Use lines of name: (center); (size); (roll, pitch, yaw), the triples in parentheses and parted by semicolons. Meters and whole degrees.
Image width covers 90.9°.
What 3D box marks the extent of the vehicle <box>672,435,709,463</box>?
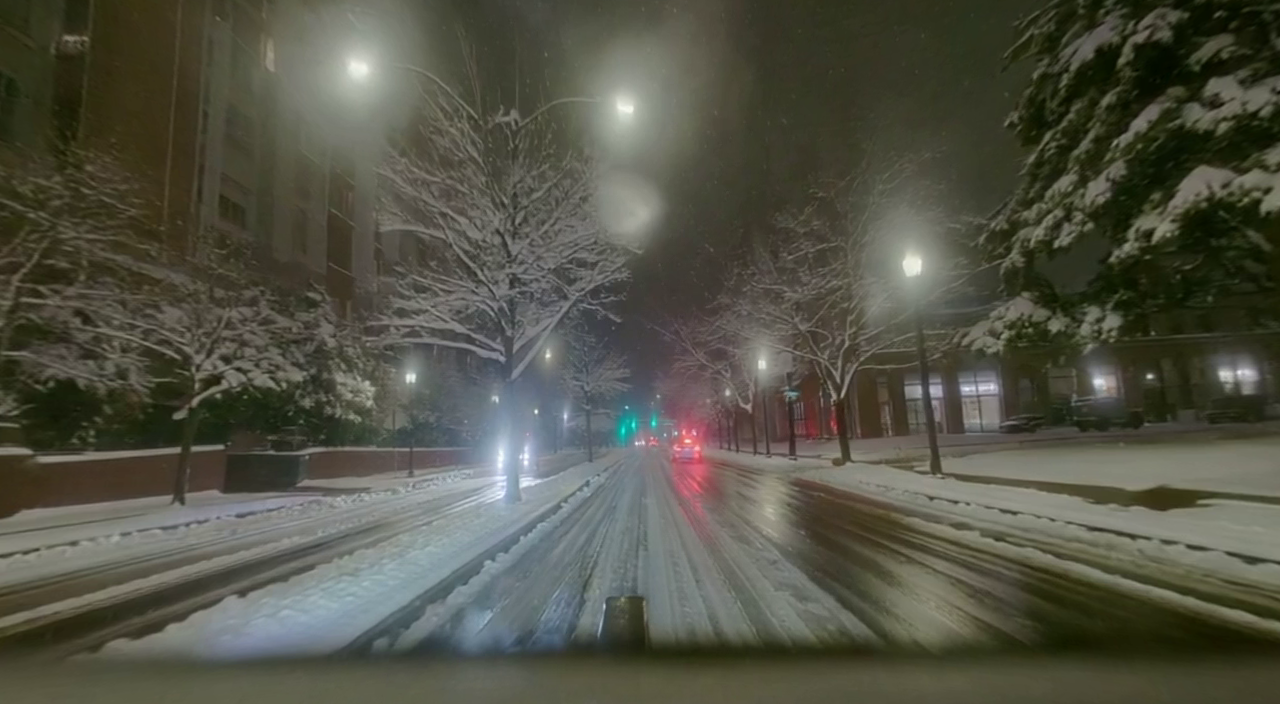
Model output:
vehicle: (3.305, 6.504, 42.288); (2.129, 1.719, 4.205); (0, -8, 0)

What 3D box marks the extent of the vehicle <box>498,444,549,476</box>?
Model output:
vehicle: (-6.870, 6.415, 37.716); (2.031, 1.723, 4.566); (0, -8, 2)
